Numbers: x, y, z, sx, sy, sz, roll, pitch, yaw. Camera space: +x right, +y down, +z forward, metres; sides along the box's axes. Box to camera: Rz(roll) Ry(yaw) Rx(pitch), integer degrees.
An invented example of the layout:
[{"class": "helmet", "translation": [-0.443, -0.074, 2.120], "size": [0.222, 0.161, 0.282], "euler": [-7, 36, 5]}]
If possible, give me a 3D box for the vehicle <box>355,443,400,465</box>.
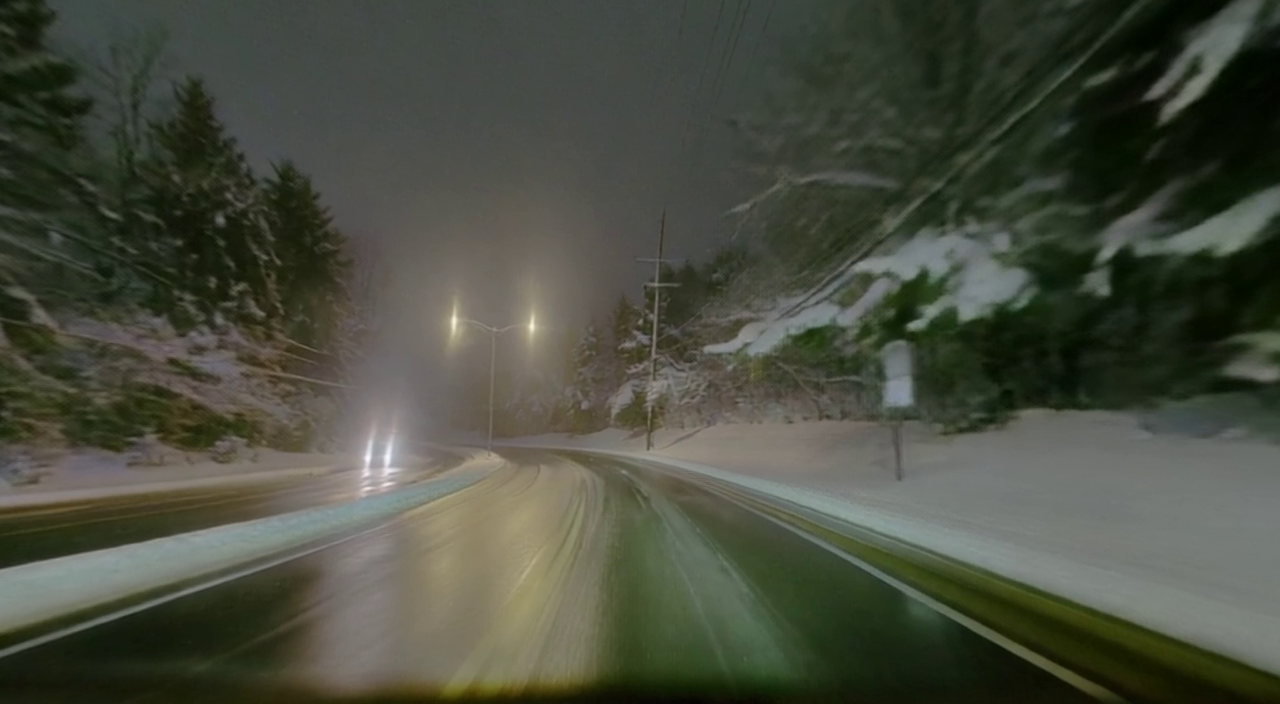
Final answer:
[{"class": "vehicle", "translation": [-18.363, 7.152, 44.258], "size": [1.998, 1.430, 4.755], "euler": [2, -8, -12]}]
